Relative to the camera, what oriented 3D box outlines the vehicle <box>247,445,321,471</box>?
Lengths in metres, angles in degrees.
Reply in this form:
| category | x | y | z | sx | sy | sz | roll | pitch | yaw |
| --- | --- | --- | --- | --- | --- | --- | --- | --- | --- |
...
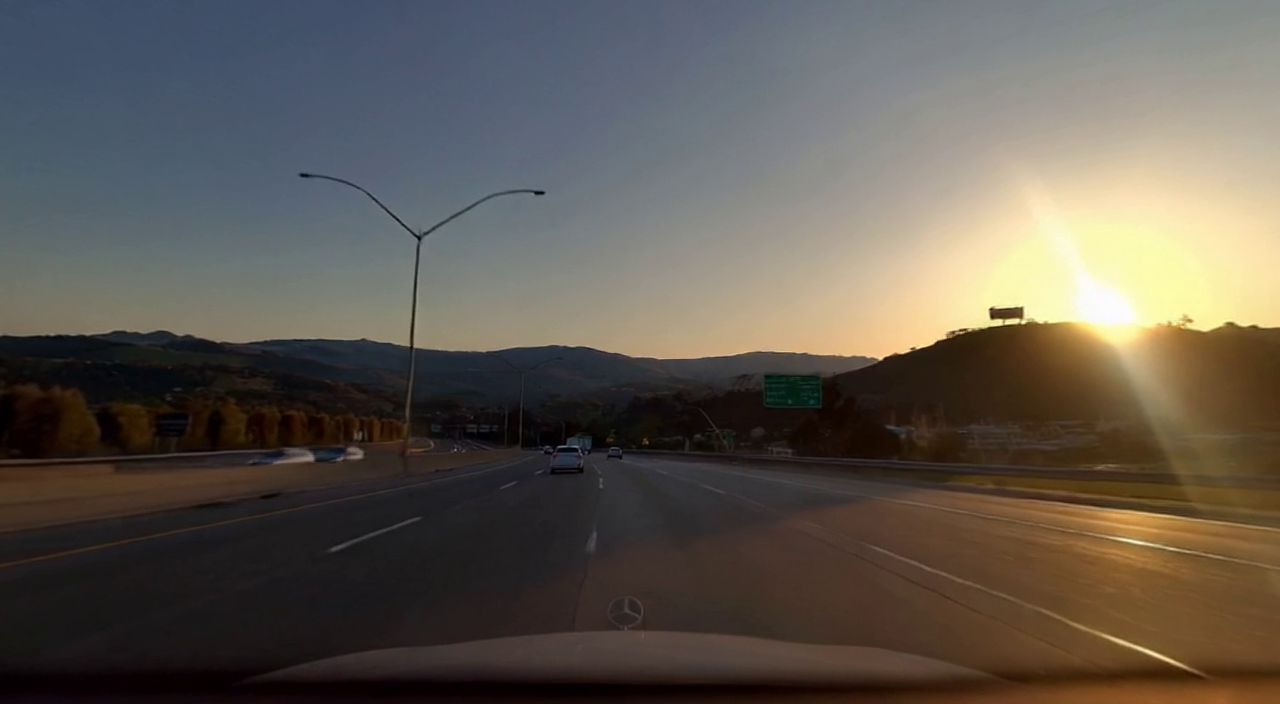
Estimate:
| category | x | y | z | sx | sy | sz | roll | pitch | yaw |
| --- | --- | --- | --- | --- | --- | --- | --- | --- | --- |
| vehicle | -21.304 | 6.351 | 37.970 | 2.076 | 1.457 | 4.466 | 0 | -9 | -4 |

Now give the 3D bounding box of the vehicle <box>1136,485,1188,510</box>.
| category | x | y | z | sx | sy | sz | roll | pitch | yaw |
| --- | --- | --- | --- | --- | --- | --- | --- | --- | --- |
| vehicle | 37.999 | 10.580 | 45.986 | 1.856 | 1.462 | 3.789 | -4 | -10 | 23 |

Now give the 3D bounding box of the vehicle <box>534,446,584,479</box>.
| category | x | y | z | sx | sy | sz | roll | pitch | yaw |
| --- | --- | --- | --- | --- | --- | --- | --- | --- | --- |
| vehicle | -3.974 | 5.470 | 31.534 | 2.193 | 1.497 | 4.337 | 0 | -9 | -4 |
